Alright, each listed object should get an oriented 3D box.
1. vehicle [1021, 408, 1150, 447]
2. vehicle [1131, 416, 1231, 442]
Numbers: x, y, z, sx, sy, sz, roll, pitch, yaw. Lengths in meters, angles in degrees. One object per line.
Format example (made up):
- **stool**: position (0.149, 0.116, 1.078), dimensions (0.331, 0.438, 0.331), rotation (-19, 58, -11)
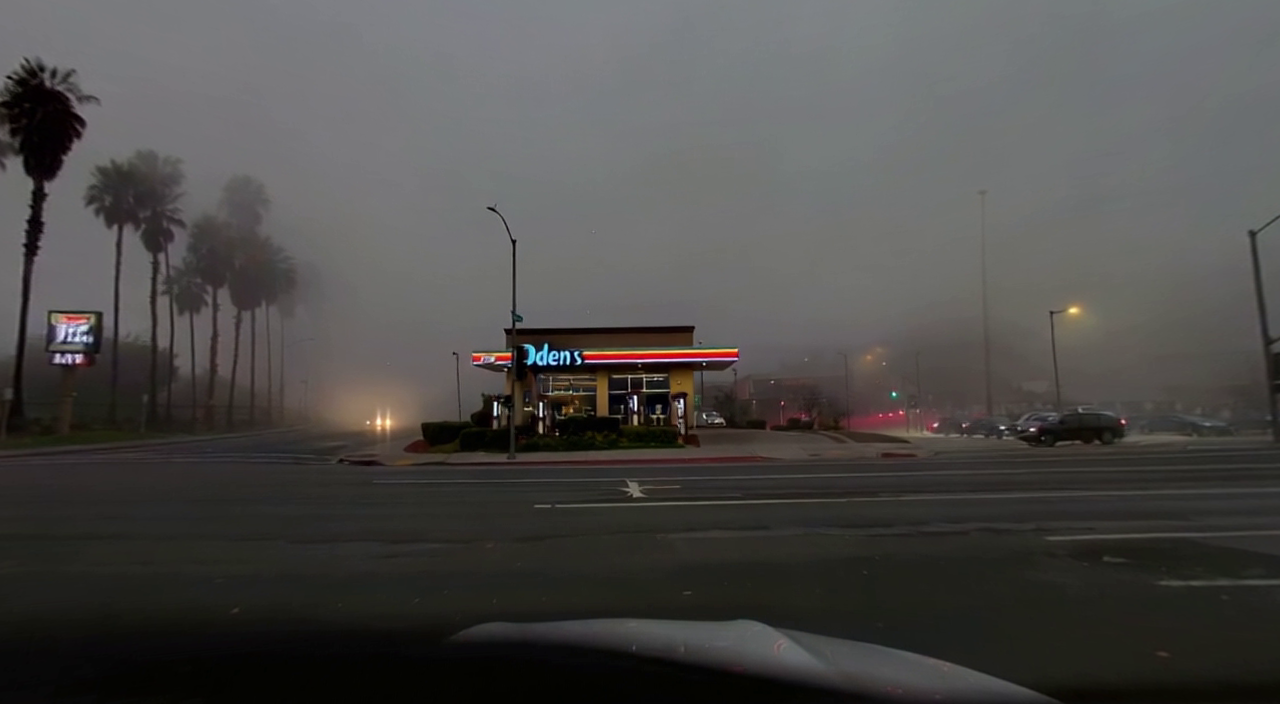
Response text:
- **vehicle**: position (21.985, 3.709, 31.286), dimensions (4.880, 1.754, 2.202), rotation (0, -5, -7)
- **vehicle**: position (33.913, 4.888, 39.783), dimensions (1.805, 1.466, 4.641), rotation (1, -9, -8)
